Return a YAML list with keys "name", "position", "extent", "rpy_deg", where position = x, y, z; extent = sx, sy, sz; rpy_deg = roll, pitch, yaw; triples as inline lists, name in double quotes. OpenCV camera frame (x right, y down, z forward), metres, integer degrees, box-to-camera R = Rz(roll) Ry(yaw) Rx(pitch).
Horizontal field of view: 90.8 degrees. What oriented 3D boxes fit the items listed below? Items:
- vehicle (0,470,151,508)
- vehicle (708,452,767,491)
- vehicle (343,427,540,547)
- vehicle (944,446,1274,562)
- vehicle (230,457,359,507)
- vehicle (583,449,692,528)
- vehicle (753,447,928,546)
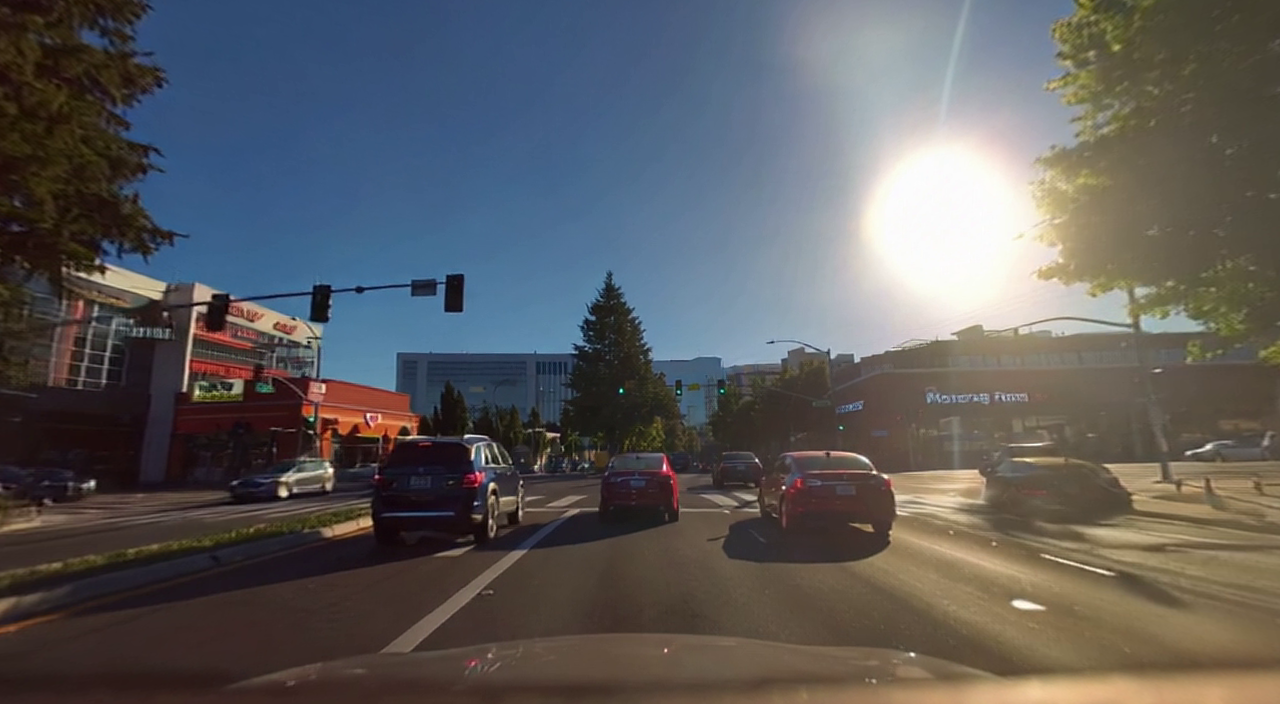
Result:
- name: "vehicle"
  position: [-25.411, 6.161, 28.557]
  extent: [4.679, 1.488, 2.052]
  rpy_deg: [2, -9, -14]
- name: "vehicle"
  position: [4.132, 5.121, 27.427]
  extent: [1.888, 1.472, 4.528]
  rpy_deg: [0, -8, 1]
- name: "vehicle"
  position: [-3.465, 2.466, 12.343]
  extent: [2.160, 1.823, 5.115]
  rpy_deg: [0, -8, 0]
- name: "vehicle"
  position: [7.295, 2.345, 10.662]
  extent: [2.004, 1.508, 4.646]
  rpy_deg: [0, -8, 0]
- name: "vehicle"
  position: [-12.057, 4.536, 22.454]
  extent: [1.912, 1.477, 4.398]
  rpy_deg: [-1, -8, 3]
- name: "vehicle"
  position: [-0.037, 2.939, 14.210]
  extent: [2.098, 1.477, 3.897]
  rpy_deg: [0, -8, 0]
- name: "vehicle"
  position: [3.476, 2.549, 11.884]
  extent: [2.020, 1.513, 4.120]
  rpy_deg: [0, -8, 1]
